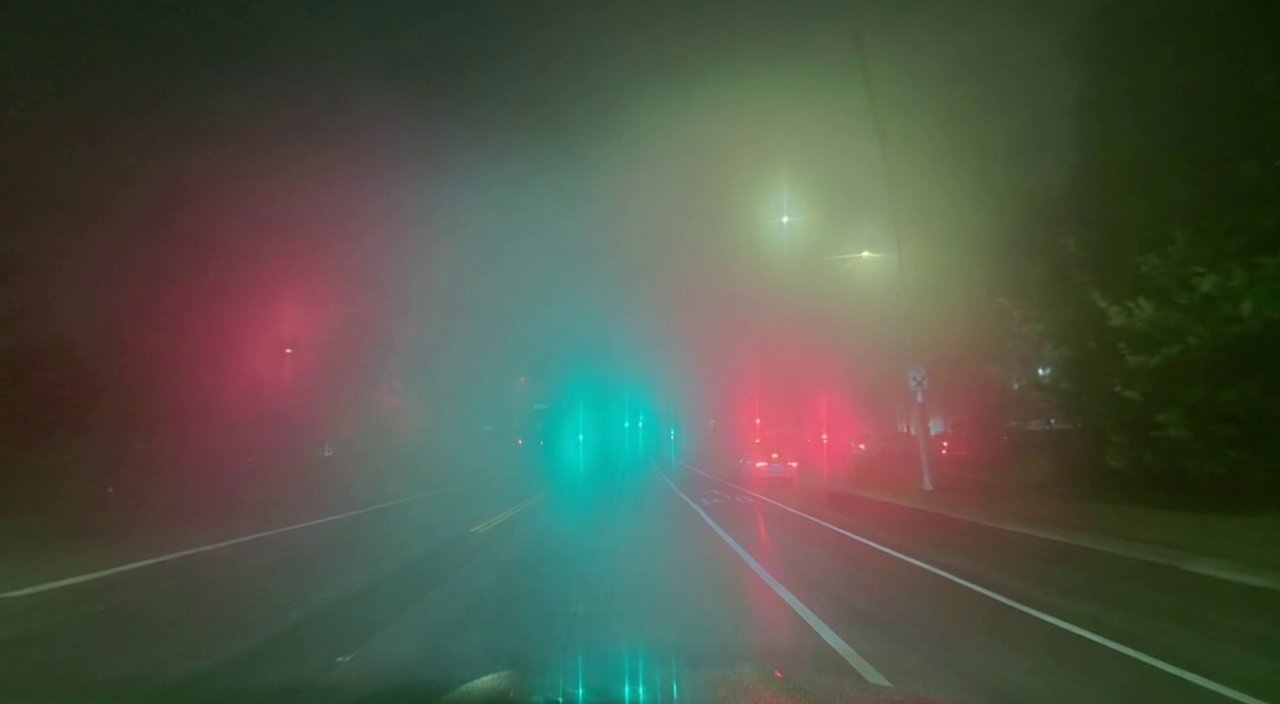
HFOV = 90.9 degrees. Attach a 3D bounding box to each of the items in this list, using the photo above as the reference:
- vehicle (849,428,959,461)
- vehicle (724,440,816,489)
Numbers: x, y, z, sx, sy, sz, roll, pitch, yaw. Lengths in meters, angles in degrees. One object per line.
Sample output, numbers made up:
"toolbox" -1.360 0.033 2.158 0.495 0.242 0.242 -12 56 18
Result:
"vehicle" 12.130 4.282 29.127 4.227 1.451 1.874 0 -8 1
"vehicle" 4.180 3.721 21.155 2.006 1.448 4.671 0 -9 -1
